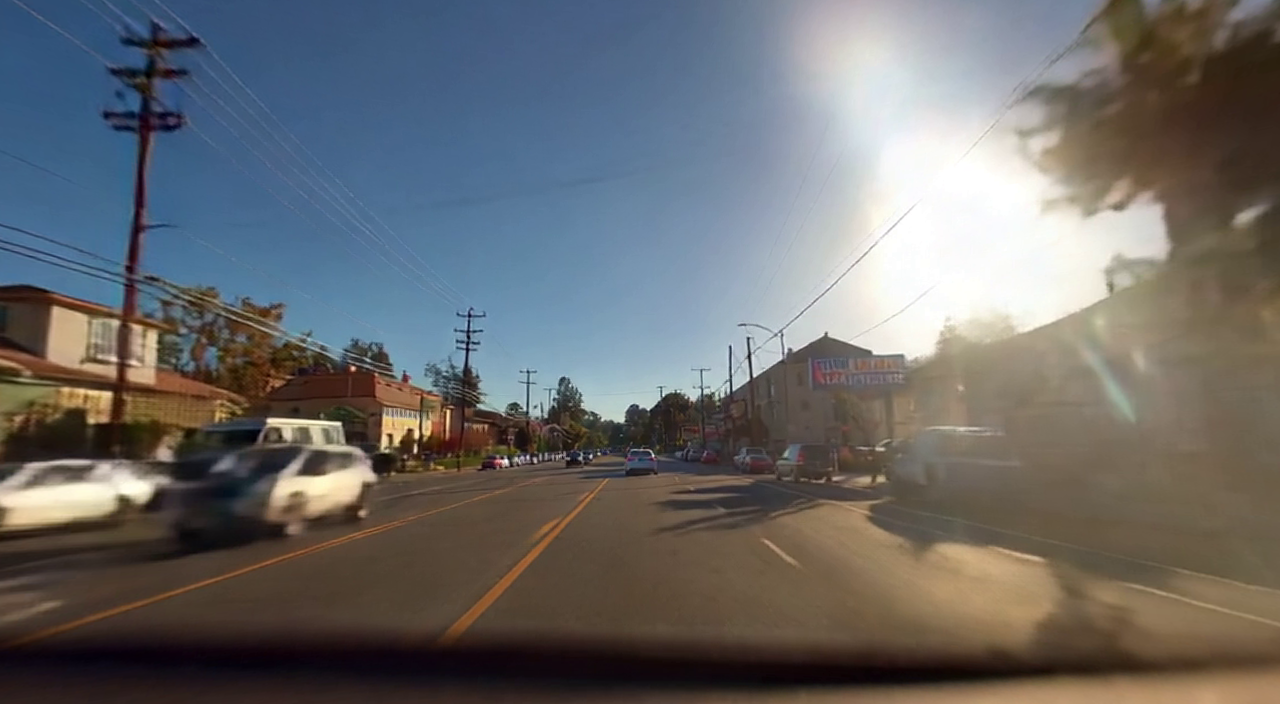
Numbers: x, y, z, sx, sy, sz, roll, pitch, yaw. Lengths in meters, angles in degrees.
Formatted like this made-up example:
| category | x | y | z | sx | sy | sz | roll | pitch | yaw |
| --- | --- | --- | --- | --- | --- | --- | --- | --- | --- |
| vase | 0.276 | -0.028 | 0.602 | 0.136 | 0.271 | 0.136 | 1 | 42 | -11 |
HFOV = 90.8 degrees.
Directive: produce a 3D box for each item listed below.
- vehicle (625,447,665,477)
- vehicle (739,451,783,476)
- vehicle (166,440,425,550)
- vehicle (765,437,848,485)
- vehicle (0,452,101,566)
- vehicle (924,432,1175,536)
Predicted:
| category | x | y | z | sx | sy | sz | roll | pitch | yaw |
| --- | --- | --- | --- | --- | --- | --- | --- | --- | --- |
| vehicle | 0.232 | 6.077 | 35.265 | 2.067 | 1.547 | 4.513 | 0 | -9 | -1 |
| vehicle | 7.773 | 7.189 | 40.892 | 1.833 | 1.475 | 4.648 | 0 | -9 | -1 |
| vehicle | -5.992 | 2.501 | 11.903 | 2.213 | 1.626 | 4.736 | 0 | -9 | 0 |
| vehicle | 7.671 | 5.100 | 29.875 | 2.370 | 2.022 | 5.918 | 0 | -9 | 1 |
| vehicle | -9.671 | 2.013 | 7.771 | 2.060 | 1.507 | 4.532 | 0 | -9 | 0 |
| vehicle | 7.962 | 2.580 | 13.024 | 2.003 | 1.723 | 4.654 | 0 | -9 | -1 |
